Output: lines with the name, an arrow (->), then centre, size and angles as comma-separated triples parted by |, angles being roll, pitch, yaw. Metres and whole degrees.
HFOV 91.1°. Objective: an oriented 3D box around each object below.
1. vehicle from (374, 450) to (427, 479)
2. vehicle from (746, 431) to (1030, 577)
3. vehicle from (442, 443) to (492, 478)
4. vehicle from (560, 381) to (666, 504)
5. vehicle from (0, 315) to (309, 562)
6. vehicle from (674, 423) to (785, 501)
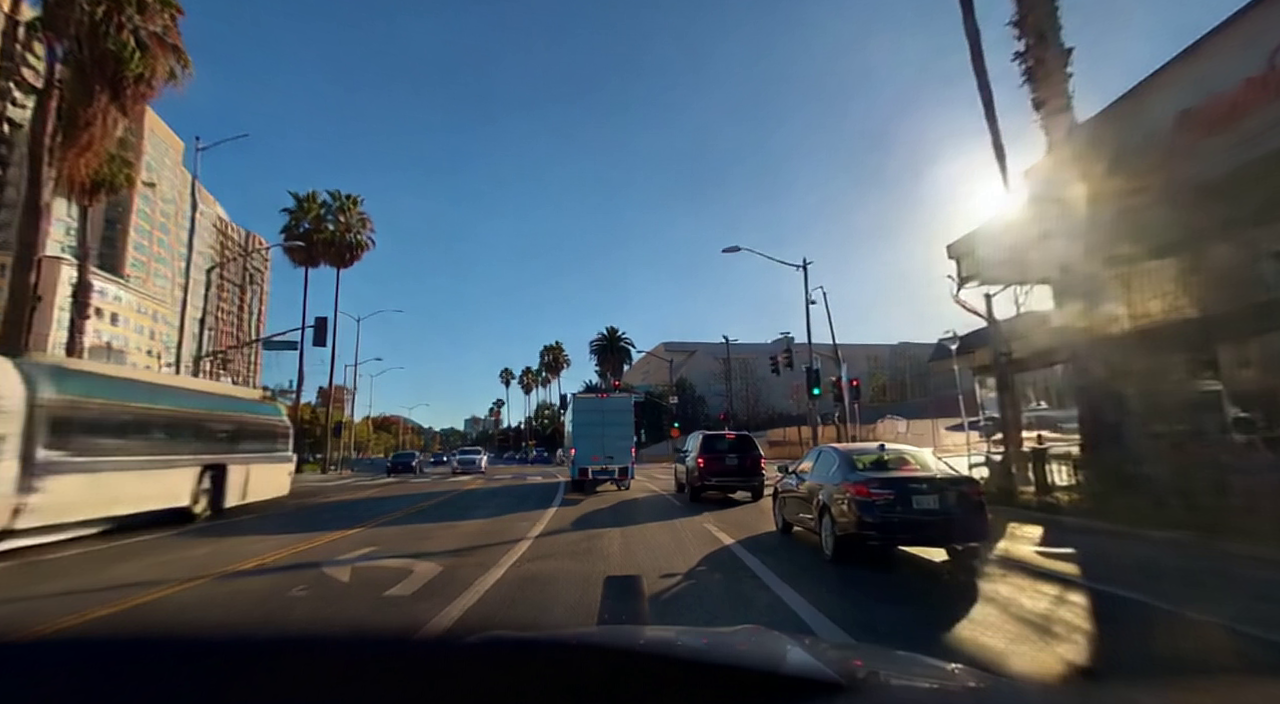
vehicle -> -13.875, 6.512, 36.619 | 1.975, 1.503, 4.533 | 1, -9, -9
vehicle -> 3.030, 1.948, 9.012 | 1.978, 1.507, 4.636 | 0, -8, -3
vehicle -> -9.192, 5.782, 33.690 | 2.058, 1.730, 4.466 | 1, -9, -9
vehicle -> -0.982, 2.627, 18.247 | 2.517, 2.926, 6.177 | 1, -9, -6
vehicle -> -10.633, 1.693, 11.978 | 2.996, 3.432, 11.265 | 0, -8, -3
vehicle -> 2.408, 3.180, 18.639 | 2.157, 1.944, 5.423 | 0, -8, -4
